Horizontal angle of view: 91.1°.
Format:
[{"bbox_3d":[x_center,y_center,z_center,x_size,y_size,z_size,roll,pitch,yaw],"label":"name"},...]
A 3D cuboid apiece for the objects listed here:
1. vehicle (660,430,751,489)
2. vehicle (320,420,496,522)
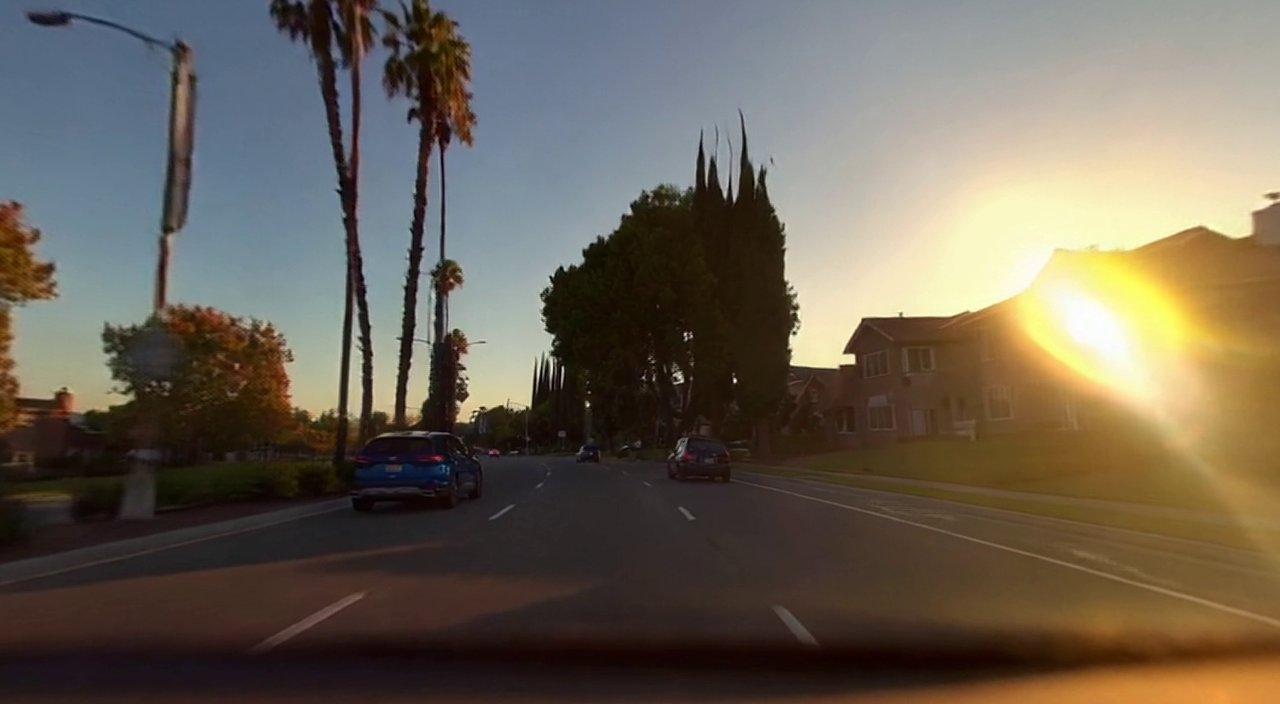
[{"bbox_3d":[2.126,3.719,22.011,2.195,1.804,4.658,1,-9,-7],"label":"vehicle"},{"bbox_3d":[-4.622,2.452,13.493,2.150,1.768,4.868,1,-9,-3],"label":"vehicle"}]
